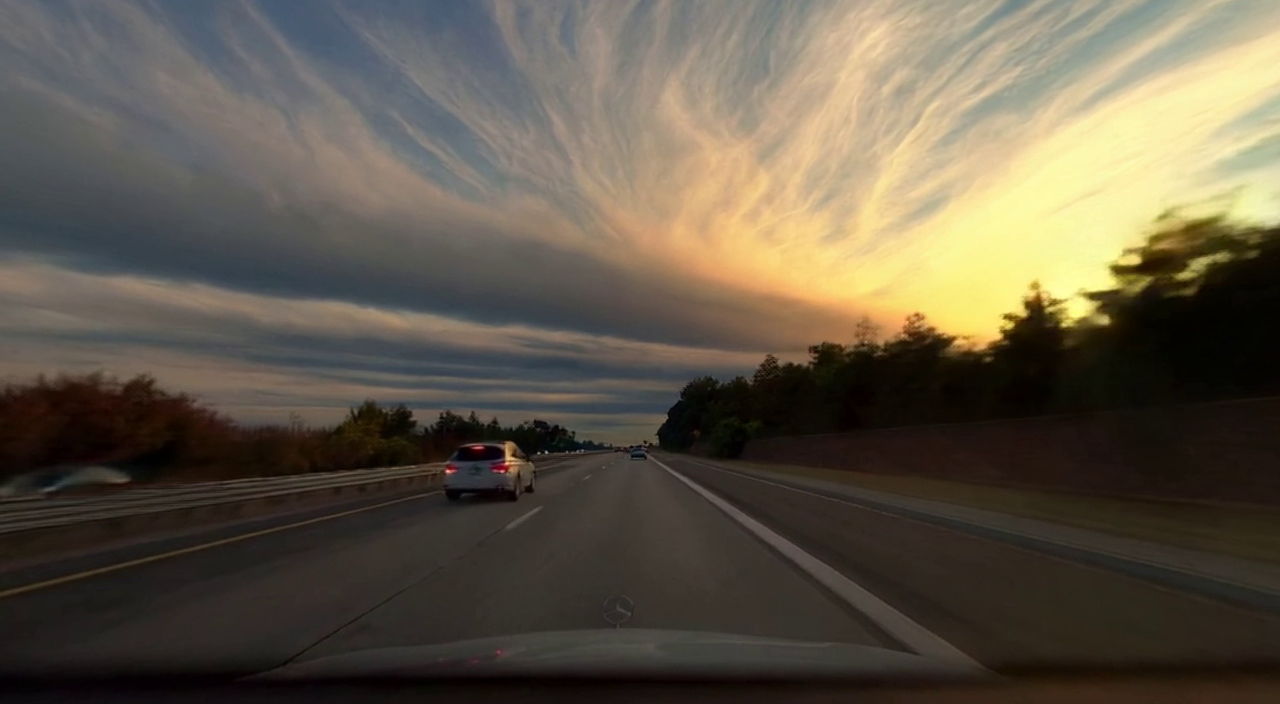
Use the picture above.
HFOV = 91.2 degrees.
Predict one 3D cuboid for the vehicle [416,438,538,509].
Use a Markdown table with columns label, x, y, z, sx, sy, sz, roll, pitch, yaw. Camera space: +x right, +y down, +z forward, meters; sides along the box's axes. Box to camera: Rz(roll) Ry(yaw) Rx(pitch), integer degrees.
| label | x | y | z | sx | sy | sz | roll | pitch | yaw |
| --- | --- | --- | --- | --- | --- | --- | --- | --- | --- |
| vehicle | -4.108 | 3.139 | 16.686 | 1.958 | 1.587 | 4.801 | 0 | -9 | 0 |
